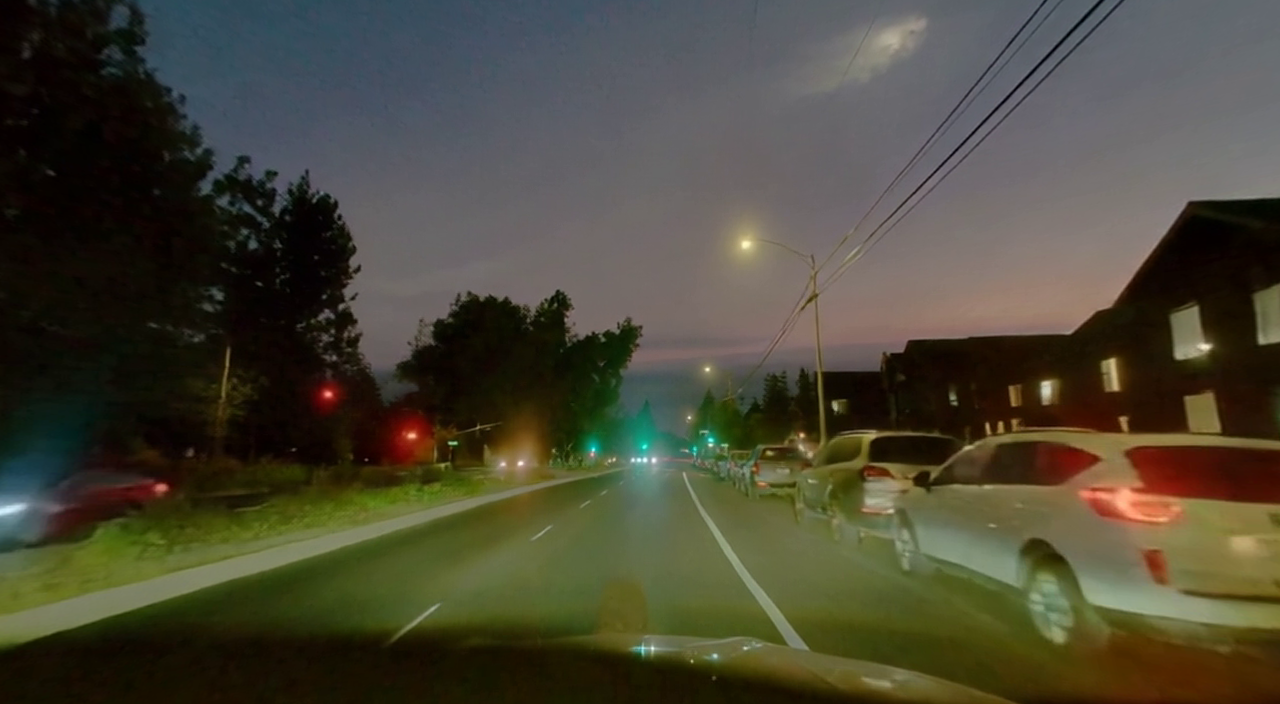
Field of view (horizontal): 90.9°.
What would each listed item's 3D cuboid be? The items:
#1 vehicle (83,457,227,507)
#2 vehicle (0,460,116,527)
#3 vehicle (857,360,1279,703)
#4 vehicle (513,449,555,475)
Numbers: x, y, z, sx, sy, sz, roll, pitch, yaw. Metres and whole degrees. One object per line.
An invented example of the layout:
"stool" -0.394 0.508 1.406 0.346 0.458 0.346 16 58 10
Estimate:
"vehicle" -19.010 5.086 25.042 2.013 1.667 4.412 -1 -8 4
"vehicle" -16.139 3.507 15.682 1.946 1.492 4.794 0 -8 2
"vehicle" 3.562 1.251 4.801 2.078 1.738 5.133 0 -8 1
"vehicle" -7.512 7.805 45.196 2.331 1.696 4.861 0 -8 -1
